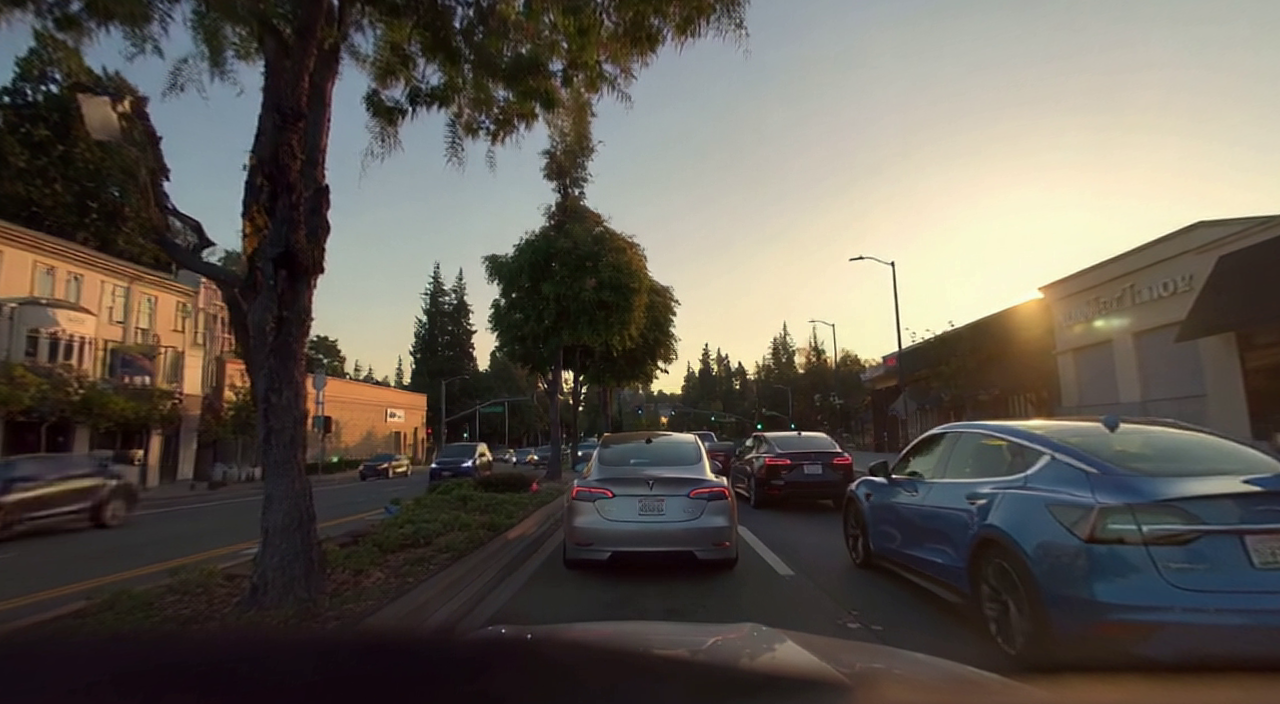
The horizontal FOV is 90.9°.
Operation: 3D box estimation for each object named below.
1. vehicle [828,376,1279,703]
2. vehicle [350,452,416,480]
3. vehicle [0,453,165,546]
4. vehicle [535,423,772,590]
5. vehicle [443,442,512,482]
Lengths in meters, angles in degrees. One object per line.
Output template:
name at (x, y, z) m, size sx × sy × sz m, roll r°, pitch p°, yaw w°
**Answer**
vehicle at (3.209, 1.251, 4.996) m, size 2.038 × 1.651 × 4.455 m, roll 0°, pitch -8°, yaw 0°
vehicle at (-14.780, 6.575, 36.527) m, size 1.999 × 1.462 × 4.200 m, roll 0°, pitch -8°, yaw 1°
vehicle at (-11.657, 2.700, 11.942) m, size 1.917 × 1.506 × 4.280 m, roll 0°, pitch -8°, yaw 1°
vehicle at (0.131, 1.685, 7.725) m, size 2.137 × 1.488 × 3.938 m, roll 0°, pitch -8°, yaw 0°
vehicle at (-7.450, 5.070, 29.326) m, size 1.968 × 1.682 × 4.213 m, roll 0°, pitch -8°, yaw 1°
